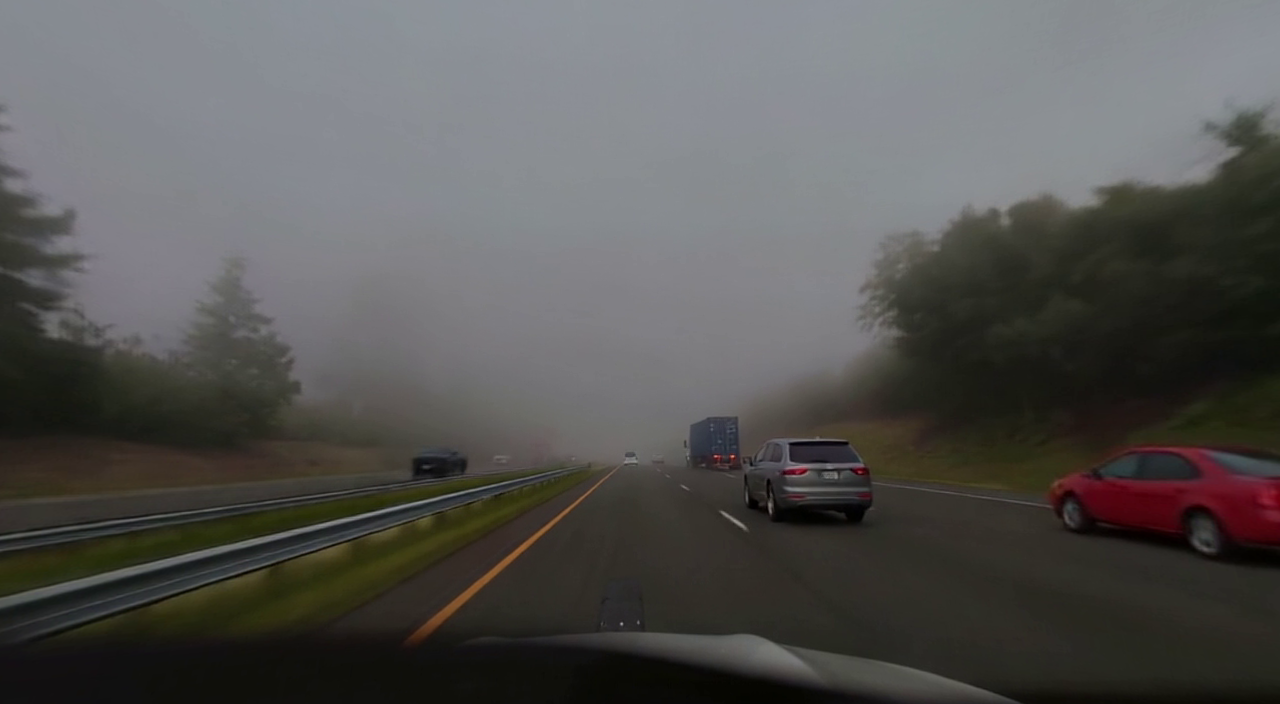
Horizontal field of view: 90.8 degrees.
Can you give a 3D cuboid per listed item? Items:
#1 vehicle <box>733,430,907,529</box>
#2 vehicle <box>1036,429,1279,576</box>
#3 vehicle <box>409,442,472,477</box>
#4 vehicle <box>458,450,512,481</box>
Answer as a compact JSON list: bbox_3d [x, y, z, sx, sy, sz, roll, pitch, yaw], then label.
[{"bbox_3d":[3.409,2.522,13.044,2.130,1.658,4.537,0,-9,-2],"label":"vehicle"},{"bbox_3d":[7.445,1.739,7.803,2.024,1.471,4.618,0,-9,-1],"label":"vehicle"},{"bbox_3d":[-11.803,6.376,37.704,2.095,1.901,5.025,0,-9,0],"label":"vehicle"},{"bbox_3d":[-7.704,5.625,31.627,1.760,1.437,3.634,0,-9,0],"label":"vehicle"}]
